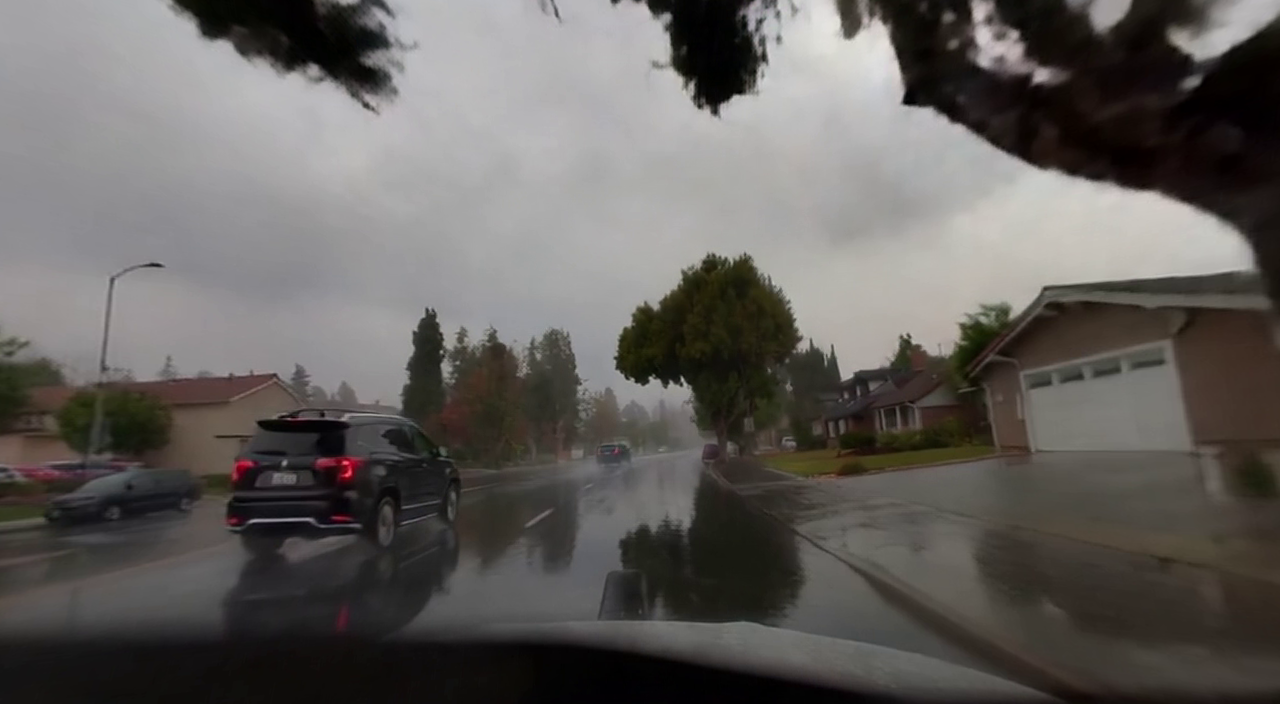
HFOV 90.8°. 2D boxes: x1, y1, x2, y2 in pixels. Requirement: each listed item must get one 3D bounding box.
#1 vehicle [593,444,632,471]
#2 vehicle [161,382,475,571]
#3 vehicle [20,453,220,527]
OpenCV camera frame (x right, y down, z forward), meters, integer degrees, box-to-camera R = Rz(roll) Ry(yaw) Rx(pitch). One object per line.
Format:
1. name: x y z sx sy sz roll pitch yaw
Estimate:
1. vehicle: -1.811 7.141 42.922 2.001 1.664 4.174 -1 -9 7
2. vehicle: -4.260 1.761 9.667 2.085 2.084 5.133 0 -9 0
3. vehicle: -15.716 4.128 19.543 2.029 1.887 4.668 -1 -8 3
